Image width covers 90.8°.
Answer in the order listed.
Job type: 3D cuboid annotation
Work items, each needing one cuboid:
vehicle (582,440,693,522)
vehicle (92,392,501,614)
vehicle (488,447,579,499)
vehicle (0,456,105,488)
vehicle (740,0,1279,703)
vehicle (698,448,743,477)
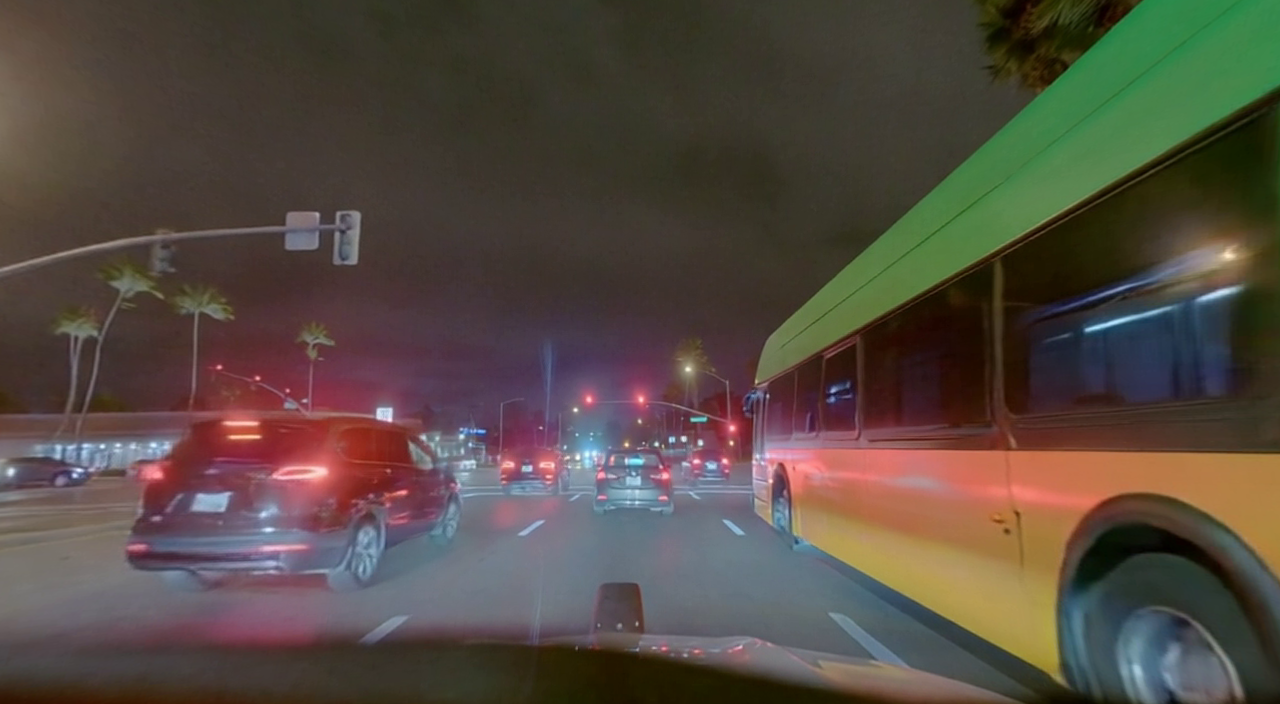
[{"bbox_3d":[-0.034,2.678,13.635,2.060,1.499,3.831,0,-9,0],"label":"vehicle"},{"bbox_3d":[-3.408,1.625,7.797,2.145,1.824,4.974,0,-9,1],"label":"vehicle"},{"bbox_3d":[-3.164,3.679,19.661,1.919,1.415,4.178,0,-9,2],"label":"vehicle"},{"bbox_3d":[-36.851,7.434,39.343,4.855,1.812,2.153,1,-9,-6],"label":"vehicle"},{"bbox_3d":[3.709,0.308,6.819,3.068,4.026,13.534,0,-9,0],"label":"vehicle"},{"bbox_3d":[4.355,6.012,34.725,1.989,1.467,4.364,0,-9,1],"label":"vehicle"}]
